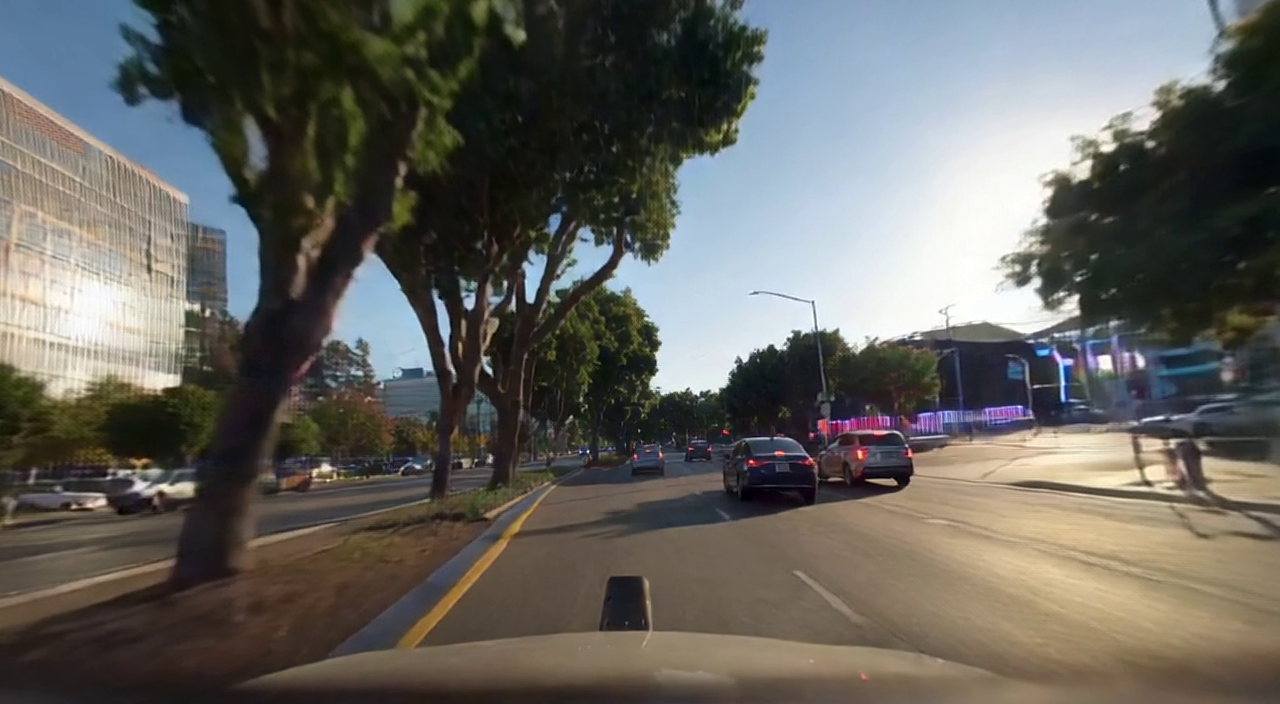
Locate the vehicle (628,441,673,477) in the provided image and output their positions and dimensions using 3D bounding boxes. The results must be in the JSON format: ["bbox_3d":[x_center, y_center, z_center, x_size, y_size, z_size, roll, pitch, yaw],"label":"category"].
[{"bbox_3d":[0.441,5.337,31.783,2.125,1.669,3.880,0,-8,-1],"label":"vehicle"}]

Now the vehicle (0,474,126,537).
[{"bbox_3d":[-18.693,4.676,19.599,1.786,1.523,4.309,0,-8,-1],"label":"vehicle"}]

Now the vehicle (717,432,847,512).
[{"bbox_3d":[3.142,2.762,15.089,1.931,1.591,4.708,0,-8,-1],"label":"vehicle"}]

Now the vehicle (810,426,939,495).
[{"bbox_3d":[6.801,3.200,18.964,1.963,1.783,4.722,0,-8,-1],"label":"vehicle"}]

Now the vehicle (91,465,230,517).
[{"bbox_3d":[-18.766,5.427,24.985,2.049,1.678,4.376,0,-8,0],"label":"vehicle"}]

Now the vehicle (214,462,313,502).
[{"bbox_3d":[-18.606,6.417,31.449,1.956,1.647,4.643,0,-8,1],"label":"vehicle"}]
